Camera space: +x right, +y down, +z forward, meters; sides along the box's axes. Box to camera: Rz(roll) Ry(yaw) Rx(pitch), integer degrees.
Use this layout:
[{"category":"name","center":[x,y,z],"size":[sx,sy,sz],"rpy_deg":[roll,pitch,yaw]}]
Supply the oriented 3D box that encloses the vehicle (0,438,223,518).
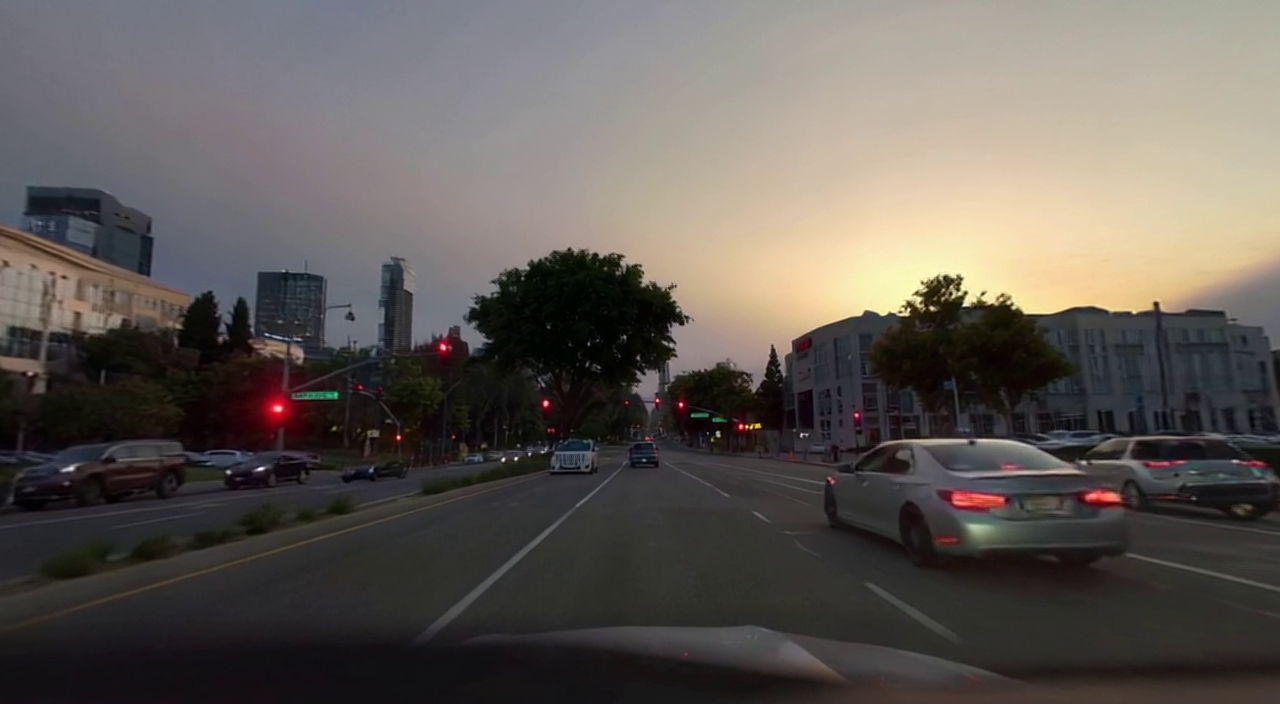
[{"category":"vehicle","center":[-15.269,3.508,18.328],"size":[2.337,1.895,5.872],"rpy_deg":[0,-8,-1]}]

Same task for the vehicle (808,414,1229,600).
[{"category":"vehicle","center":[3.794,1.649,7.733],"size":[2.109,1.510,4.927],"rpy_deg":[0,-8,0]}]

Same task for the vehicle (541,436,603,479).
[{"category":"vehicle","center":[-2.802,4.475,27.054],"size":[2.057,1.678,4.639],"rpy_deg":[-1,-8,1]}]

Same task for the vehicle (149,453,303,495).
[{"category":"vehicle","center":[-15.804,4.657,24.232],"size":[4.481,1.455,2.068],"rpy_deg":[-1,-8,2]}]

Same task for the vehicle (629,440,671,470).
[{"category":"vehicle","center":[0.510,5.383,33.210],"size":[2.059,1.477,3.988],"rpy_deg":[0,-8,0]}]
